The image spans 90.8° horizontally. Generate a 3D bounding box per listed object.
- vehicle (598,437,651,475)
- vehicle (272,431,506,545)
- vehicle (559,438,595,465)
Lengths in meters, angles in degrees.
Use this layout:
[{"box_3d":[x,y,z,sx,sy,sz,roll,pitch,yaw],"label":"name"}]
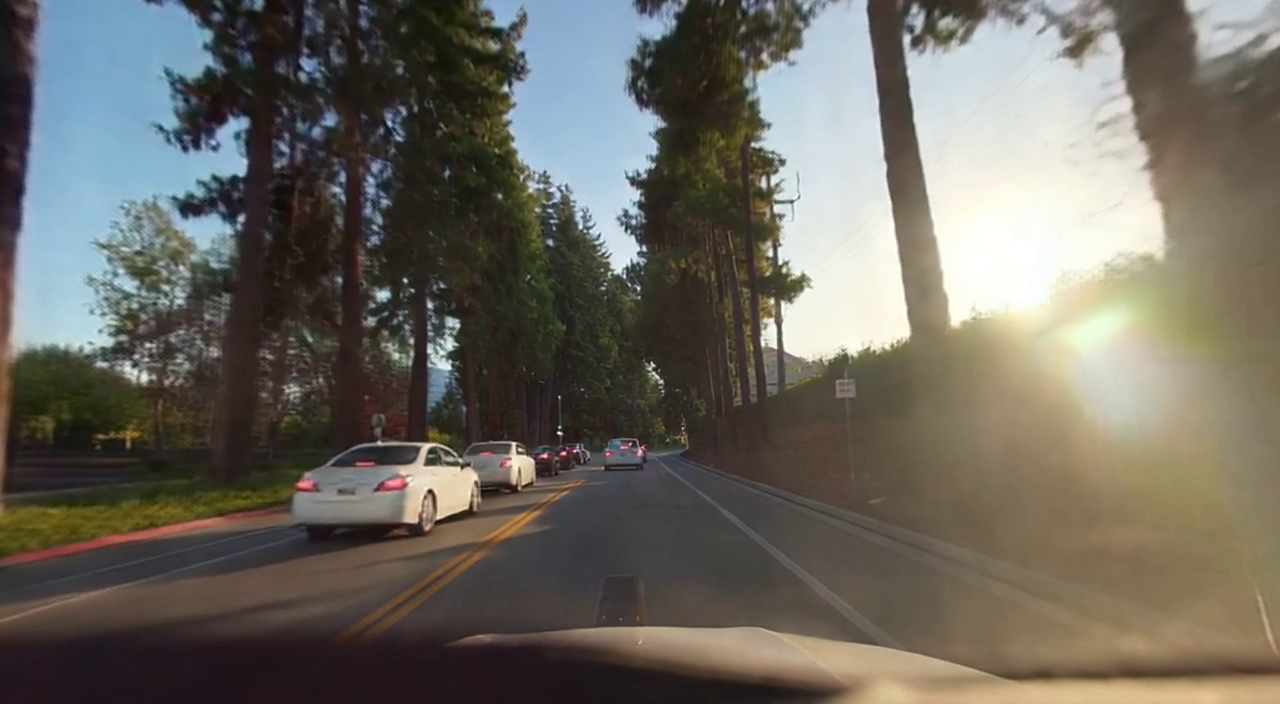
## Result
[{"box_3d":[-0.667,4.536,27.659,2.127,1.517,4.090,0,-8,-1],"label":"vehicle"},{"box_3d":[-3.712,2.083,10.380,2.030,1.452,4.312,0,-8,0],"label":"vehicle"},{"box_3d":[-4.122,6.579,41.954,1.983,1.697,4.285,0,-8,0],"label":"vehicle"}]
